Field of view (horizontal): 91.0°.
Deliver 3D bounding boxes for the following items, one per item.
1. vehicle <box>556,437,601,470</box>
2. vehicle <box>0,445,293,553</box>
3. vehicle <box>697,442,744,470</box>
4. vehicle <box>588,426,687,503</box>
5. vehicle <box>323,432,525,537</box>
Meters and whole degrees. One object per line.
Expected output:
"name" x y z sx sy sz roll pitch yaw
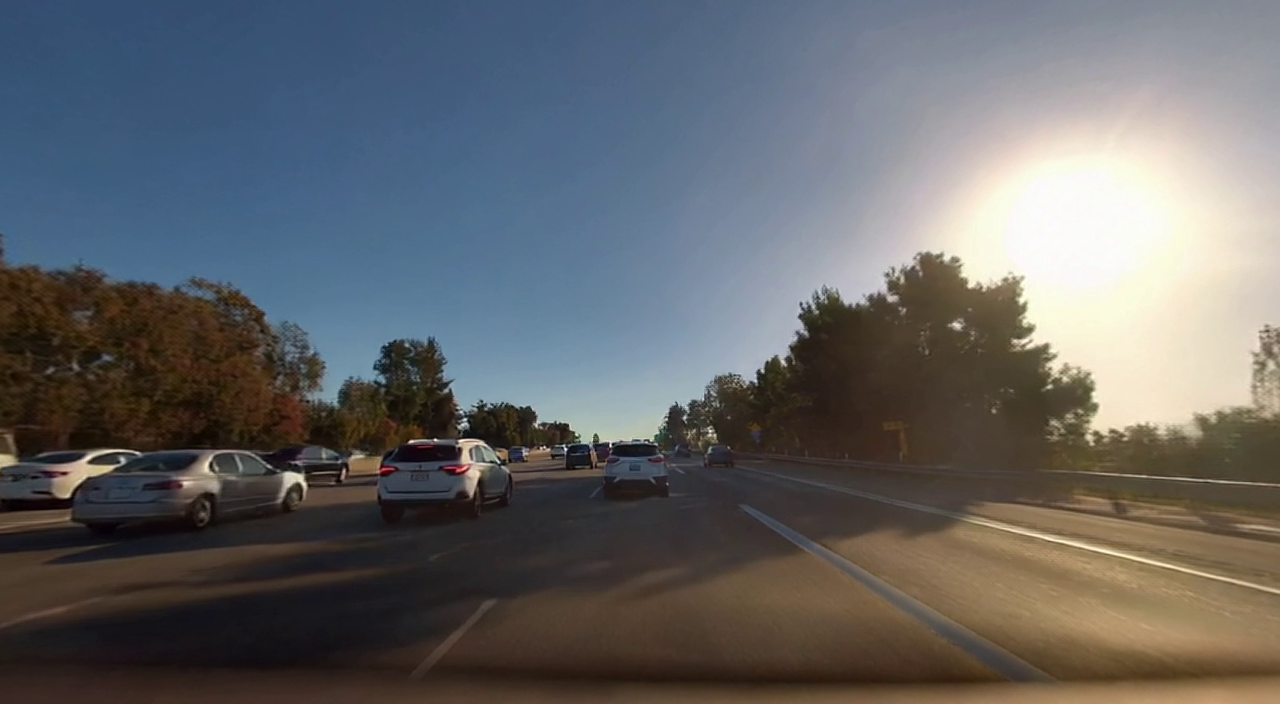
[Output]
"vehicle" -3.558 5.981 37.154 2.142 1.808 4.266 0 -9 1
"vehicle" -7.870 2.229 10.317 1.948 1.391 4.111 0 -9 1
"vehicle" 4.540 5.952 36.180 2.006 1.474 4.669 0 -9 -1
"vehicle" -0.045 2.856 16.378 2.223 1.722 4.177 0 -9 0
"vehicle" -3.530 2.249 11.333 2.011 1.498 4.341 0 -9 1
